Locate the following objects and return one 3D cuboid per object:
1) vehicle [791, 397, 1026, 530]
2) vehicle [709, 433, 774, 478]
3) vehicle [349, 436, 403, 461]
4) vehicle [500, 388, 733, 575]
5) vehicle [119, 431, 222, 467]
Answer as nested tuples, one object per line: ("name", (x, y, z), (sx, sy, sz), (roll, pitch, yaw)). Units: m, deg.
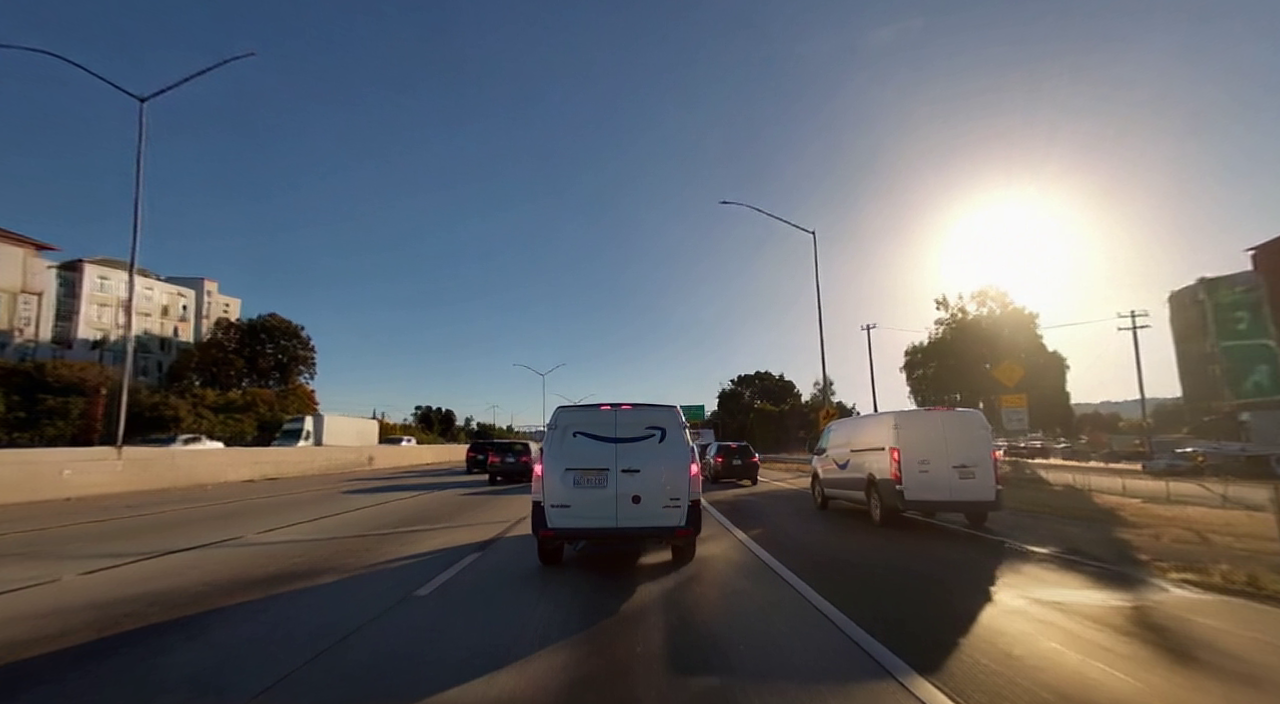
("vehicle", (4.726, 2.095, 12.291), (2.179, 1.999, 5.331), (1, -9, -1))
("vehicle", (4.211, 4.383, 26.843), (2.064, 1.720, 4.416), (0, -9, 1))
("vehicle", (-16.055, 5.887, 38.467), (1.619, 1.467, 3.619), (0, -8, 1))
("vehicle", (-0.198, 1.603, 8.479), (2.287, 1.823, 4.369), (0, -9, 1))
("vehicle", (-19.333, 4.010, 26.112), (1.541, 1.399, 3.472), (1, -8, 0))
